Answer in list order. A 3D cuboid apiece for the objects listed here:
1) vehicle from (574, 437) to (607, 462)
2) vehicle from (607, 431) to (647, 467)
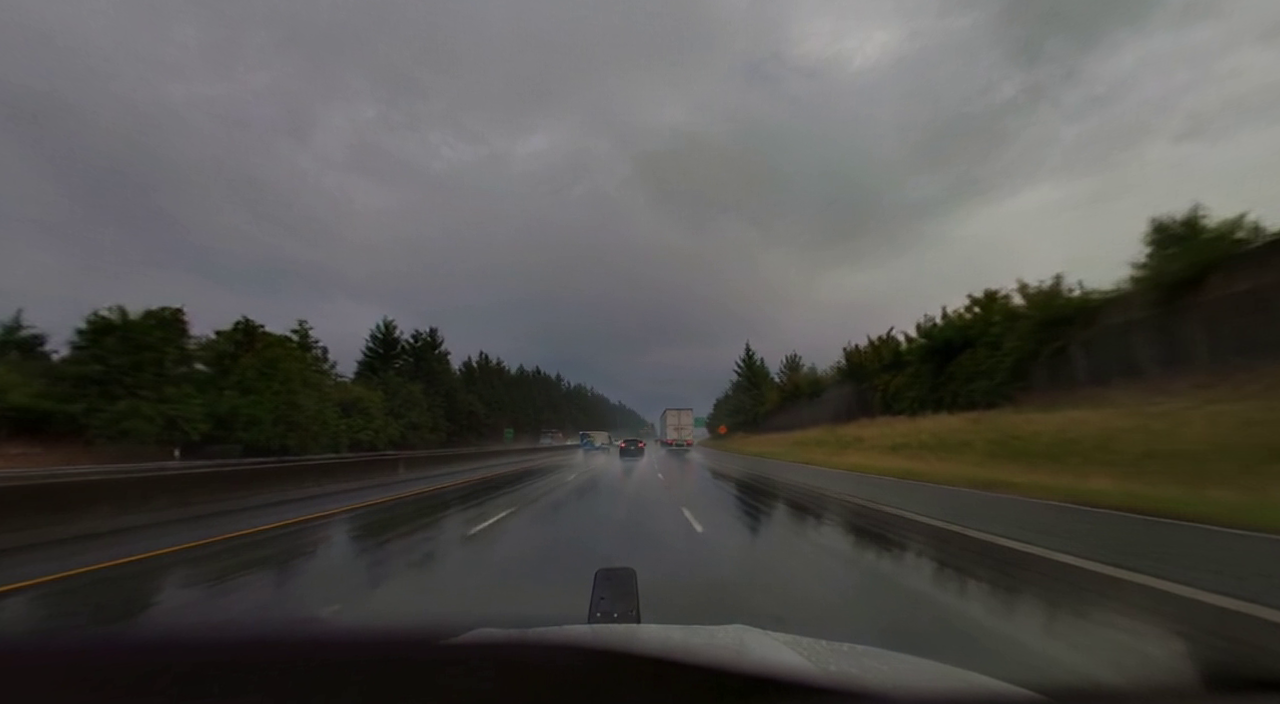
[{"bbox_3d":[-3.612,7.248,46.925,2.047,1.757,4.183,-1,-8,1],"label":"vehicle"},{"bbox_3d":[-0.747,5.677,37.006,2.211,1.933,4.315,0,-8,0],"label":"vehicle"}]
